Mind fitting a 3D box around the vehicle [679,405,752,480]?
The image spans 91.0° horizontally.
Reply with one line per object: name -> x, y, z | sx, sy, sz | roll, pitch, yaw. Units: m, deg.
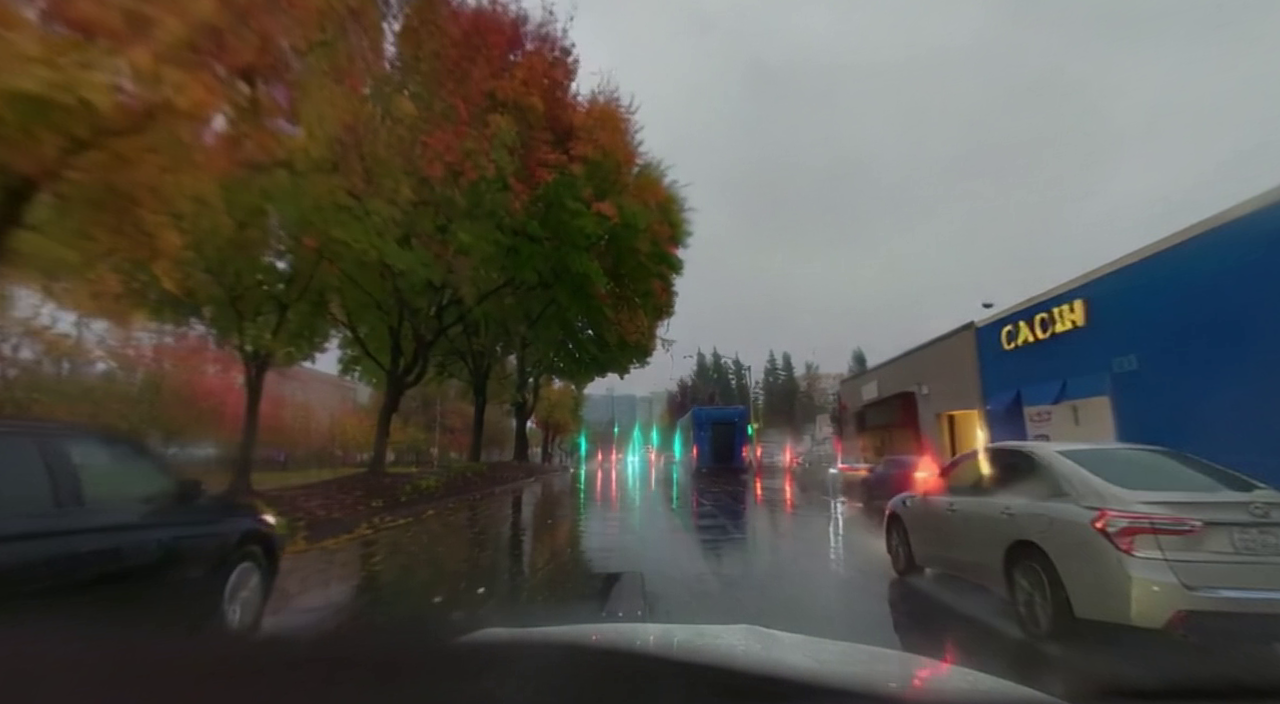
vehicle -> 4.051, 5.264, 36.636 | 3.003, 3.680, 10.684 | 0, -8, 0

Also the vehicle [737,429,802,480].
vehicle -> 7.337, 5.896, 36.445 | 2.483, 2.707, 5.496 | 0, -8, -1

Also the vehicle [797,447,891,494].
vehicle -> 7.039, 4.106, 22.282 | 1.859, 1.467, 4.749 | 0, -8, 1

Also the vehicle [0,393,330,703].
vehicle -> -3.572, 1.015, 3.068 | 1.751, 1.540, 4.481 | 0, -8, 1

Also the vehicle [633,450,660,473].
vehicle -> 0.493, 7.956, 45.879 | 1.846, 1.528, 4.348 | 0, -8, 1

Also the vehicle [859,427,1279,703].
vehicle -> 3.729, 1.431, 5.306 | 1.915, 1.449, 4.970 | 0, -8, -1
